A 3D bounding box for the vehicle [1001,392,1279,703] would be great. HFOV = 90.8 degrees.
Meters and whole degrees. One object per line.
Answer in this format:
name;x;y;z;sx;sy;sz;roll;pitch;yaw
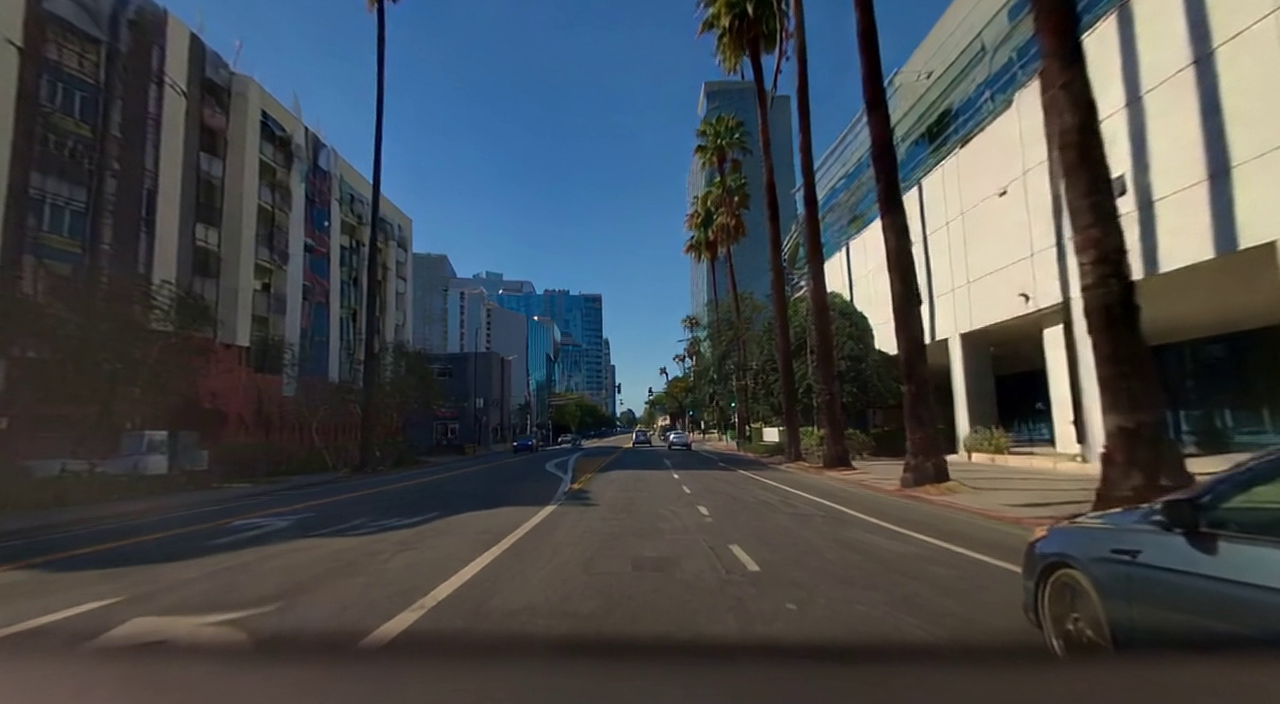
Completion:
vehicle;3.218;0.780;1.519;1.990;1.476;4.491;0;-9;-1
